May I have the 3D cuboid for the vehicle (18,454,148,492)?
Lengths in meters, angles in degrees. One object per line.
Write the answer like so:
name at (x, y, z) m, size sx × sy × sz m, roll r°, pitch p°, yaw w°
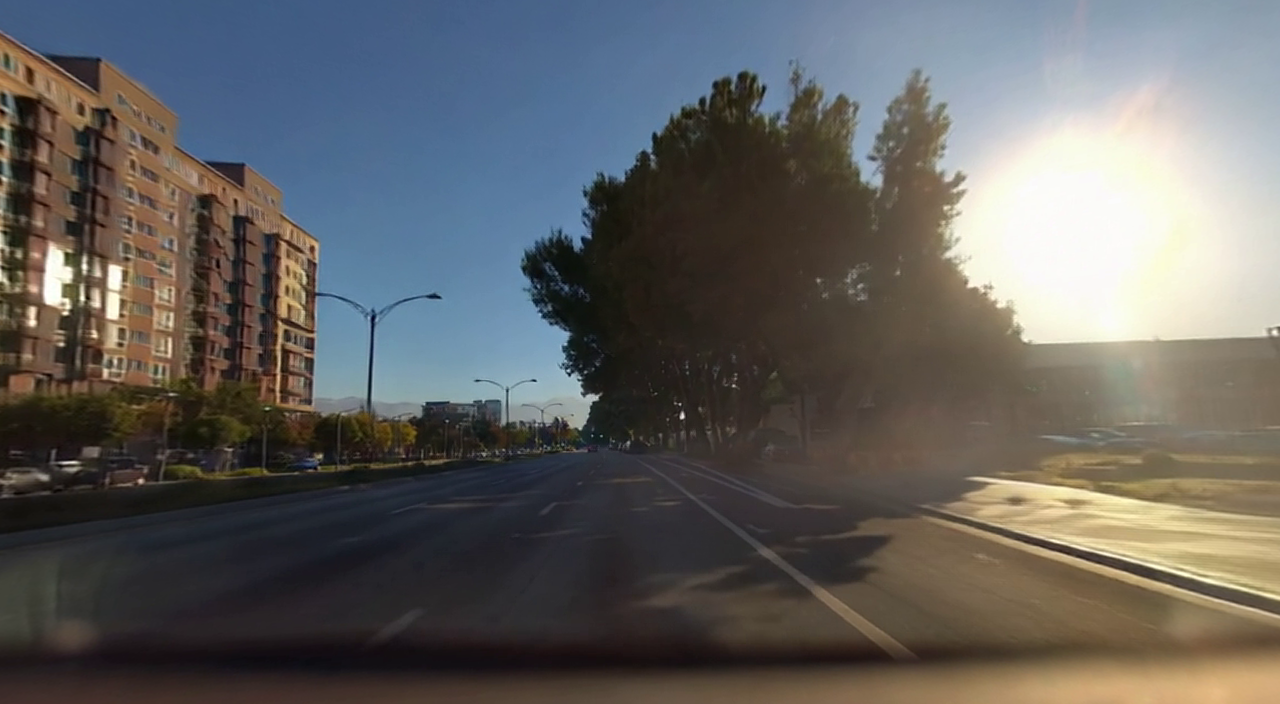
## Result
vehicle at (-33.439, 7.225, 38.293) m, size 2.483 × 2.000 × 6.110 m, roll 0°, pitch -8°, yaw -2°
